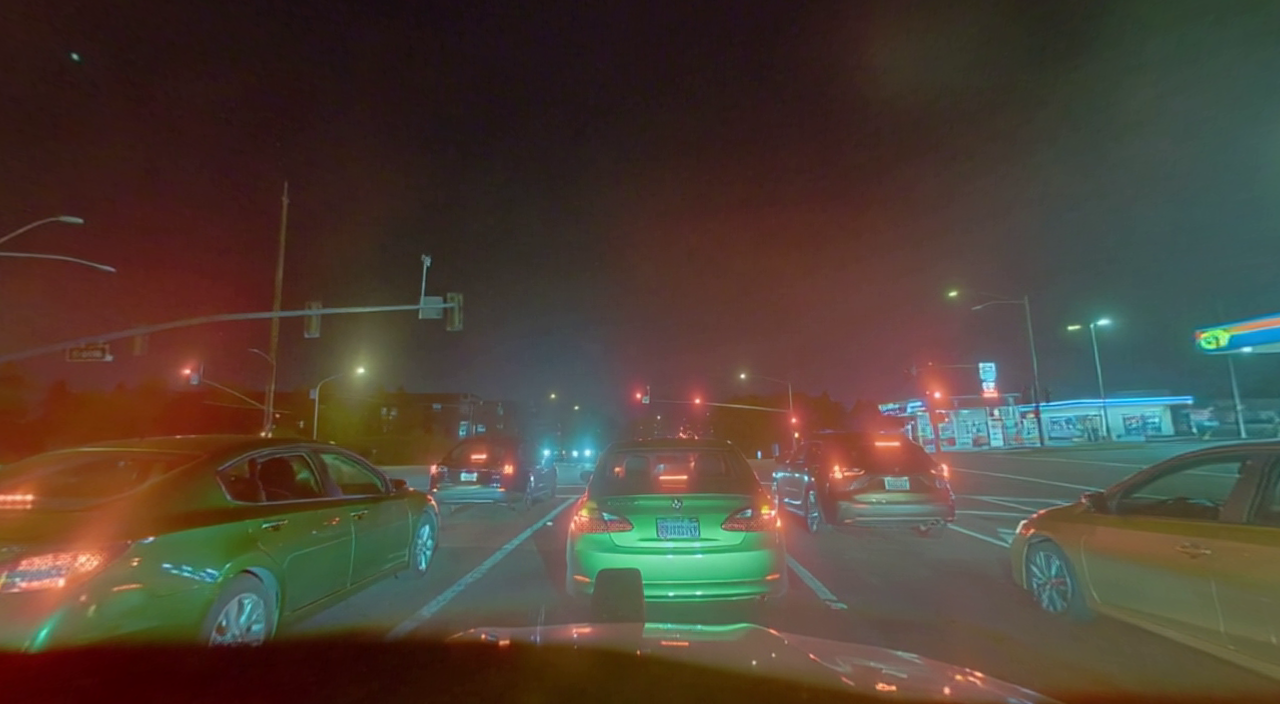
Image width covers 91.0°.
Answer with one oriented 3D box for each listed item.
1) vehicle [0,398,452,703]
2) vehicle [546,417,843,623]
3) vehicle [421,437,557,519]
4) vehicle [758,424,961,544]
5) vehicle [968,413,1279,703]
[{"bbox_3d":[-3.000,1.253,4.613,1.887,1.493,4.255,0,-9,1],"label":"vehicle"},{"bbox_3d":[0.350,1.582,6.941,2.220,1.507,4.317,0,-9,-2],"label":"vehicle"},{"bbox_3d":[-3.039,2.638,13.691,1.867,1.474,4.237,0,-9,1],"label":"vehicle"},{"bbox_3d":[3.406,2.127,10.764,1.947,1.630,4.127,0,-9,0],"label":"vehicle"},{"bbox_3d":[4.186,1.125,3.587,1.950,1.497,4.686,0,-9,-2],"label":"vehicle"}]
